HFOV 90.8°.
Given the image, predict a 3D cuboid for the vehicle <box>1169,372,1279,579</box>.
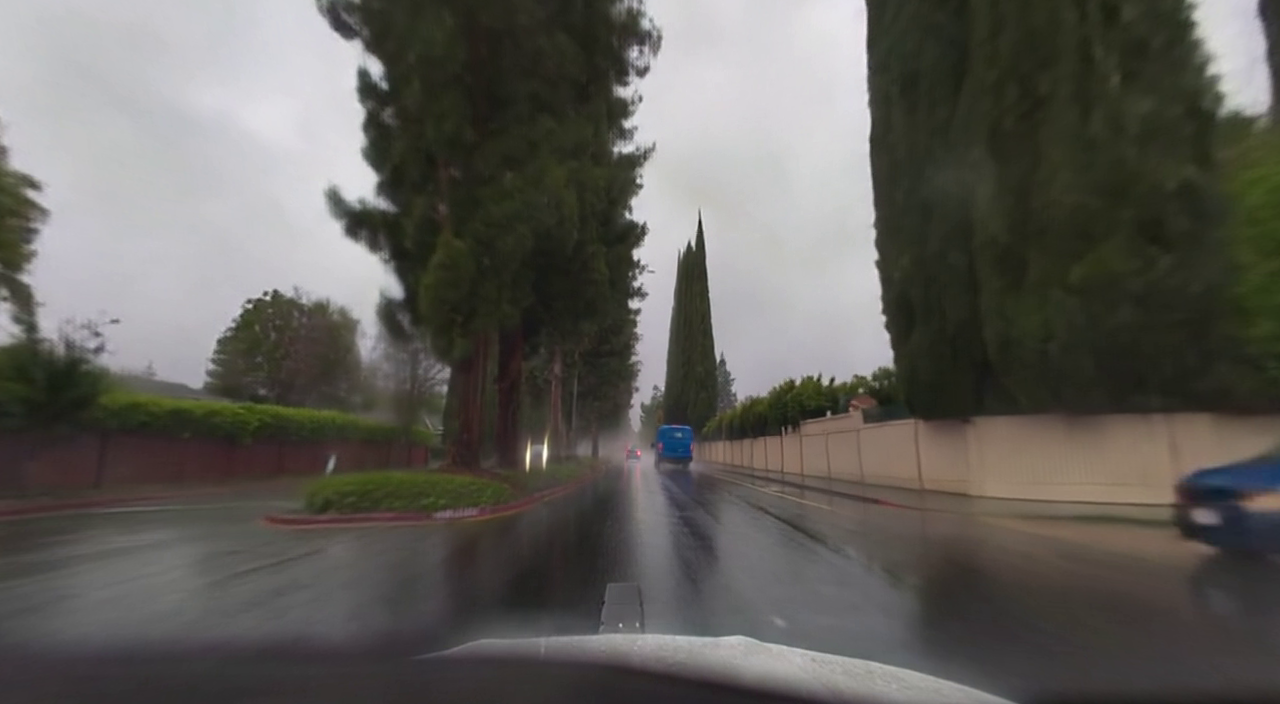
[{"bbox_3d":[9.210,1.304,6.632,4.990,2.142,2.488,0,-8,0],"label":"vehicle"}]
